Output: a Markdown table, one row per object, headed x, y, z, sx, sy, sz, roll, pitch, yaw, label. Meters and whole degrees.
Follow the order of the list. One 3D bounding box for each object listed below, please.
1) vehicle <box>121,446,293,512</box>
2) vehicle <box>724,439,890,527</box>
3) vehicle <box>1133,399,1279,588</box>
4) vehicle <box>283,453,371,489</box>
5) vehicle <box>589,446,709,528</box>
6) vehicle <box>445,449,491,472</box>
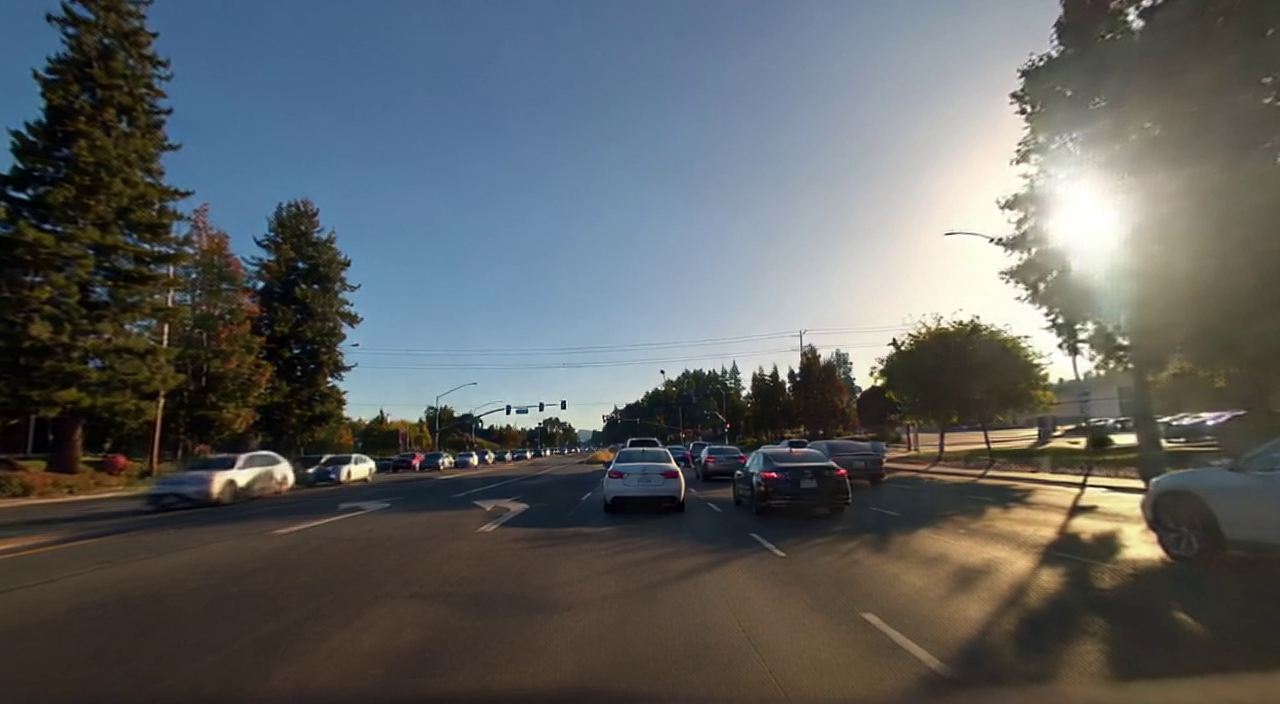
| x | y | z | sx | sy | sz | roll | pitch | yaw | label |
| --- | --- | --- | --- | --- | --- | --- | --- | --- | --- |
| -12.304 | 3.586 | 18.389 | 1.963 | 1.649 | 4.290 | 0 | -9 | 0 | vehicle |
| 3.131 | 2.562 | 13.087 | 1.970 | 1.445 | 4.974 | 0 | -9 | -1 | vehicle |
| 6.936 | 1.229 | 5.311 | 1.987 | 1.730 | 4.373 | 0 | -9 | 0 | vehicle |
| -14.480 | 5.498 | 29.595 | 2.018 | 1.469 | 4.916 | 1 | -9 | -6 | vehicle |
| 0.088 | 2.558 | 12.607 | 1.990 | 1.347 | 4.067 | 0 | -9 | -2 | vehicle |
| -12.199 | 7.729 | 45.133 | 2.002 | 1.500 | 4.536 | 0 | -9 | 0 | vehicle |
